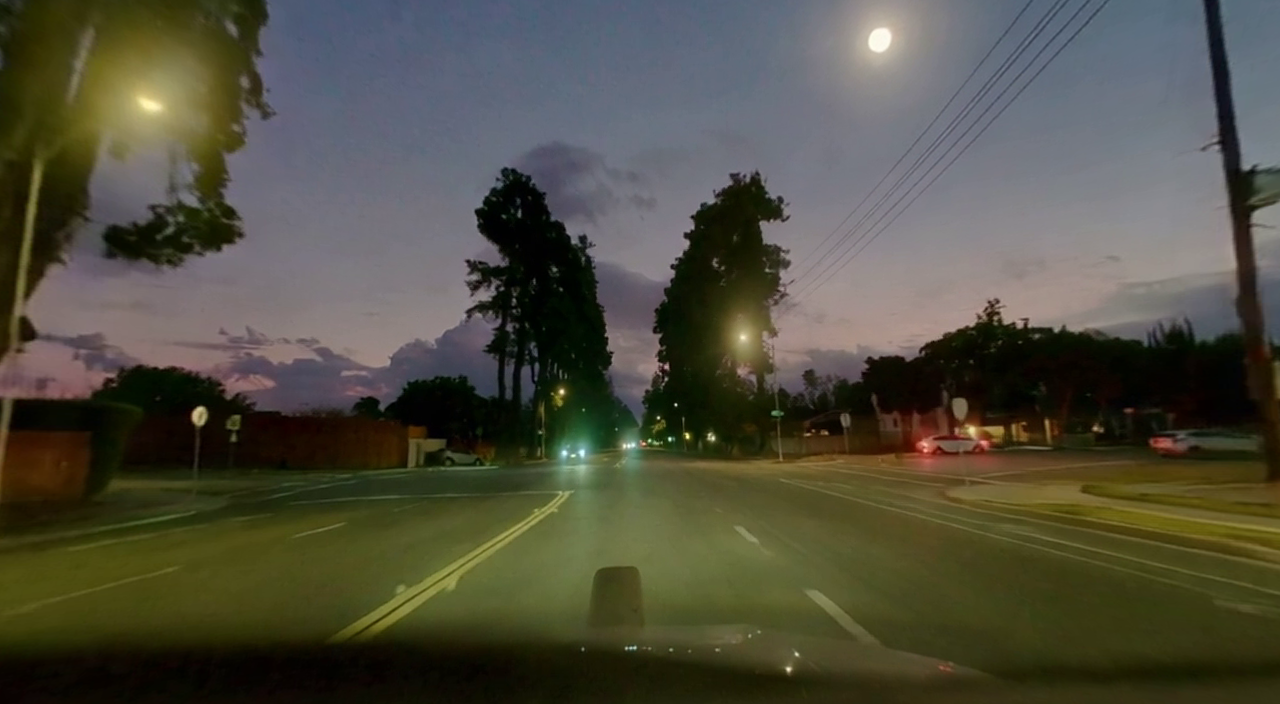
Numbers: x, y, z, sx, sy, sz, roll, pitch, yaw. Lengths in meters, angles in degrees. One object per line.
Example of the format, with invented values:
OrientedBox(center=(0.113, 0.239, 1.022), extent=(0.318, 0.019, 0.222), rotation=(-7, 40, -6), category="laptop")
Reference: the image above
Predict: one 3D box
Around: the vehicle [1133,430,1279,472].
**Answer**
OrientedBox(center=(24.601, 4.282, 27.311), extent=(4.508, 1.687, 2.070), rotation=(-3, -9, 21), category="vehicle")

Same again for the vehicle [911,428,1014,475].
OrientedBox(center=(14.515, 4.441, 28.217), extent=(4.771, 1.912, 2.137), rotation=(6, -11, -37), category="vehicle")
